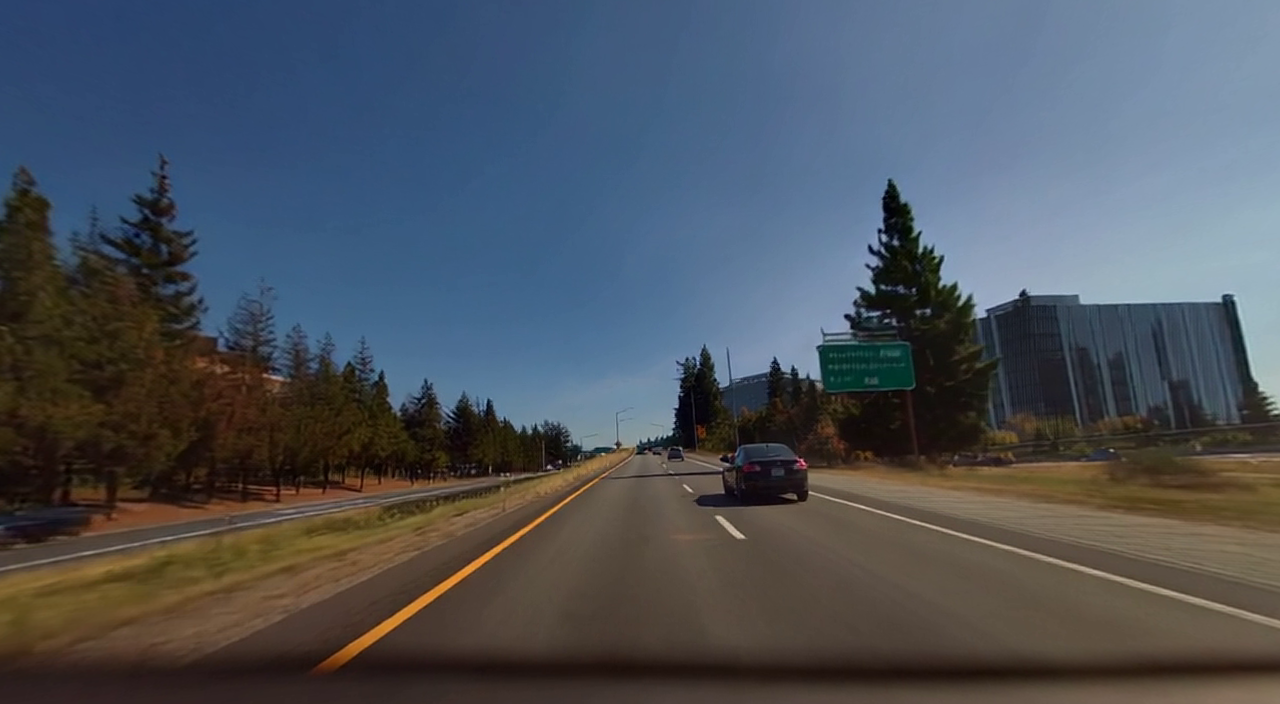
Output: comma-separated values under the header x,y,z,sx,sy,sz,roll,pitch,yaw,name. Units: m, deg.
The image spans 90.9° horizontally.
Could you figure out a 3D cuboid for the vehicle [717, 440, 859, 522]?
x,y,z,sx,sy,sz,roll,pitch,yaw,name
3.083,2.765,14.210,2.042,1.518,4.477,0,-8,-1,vehicle
